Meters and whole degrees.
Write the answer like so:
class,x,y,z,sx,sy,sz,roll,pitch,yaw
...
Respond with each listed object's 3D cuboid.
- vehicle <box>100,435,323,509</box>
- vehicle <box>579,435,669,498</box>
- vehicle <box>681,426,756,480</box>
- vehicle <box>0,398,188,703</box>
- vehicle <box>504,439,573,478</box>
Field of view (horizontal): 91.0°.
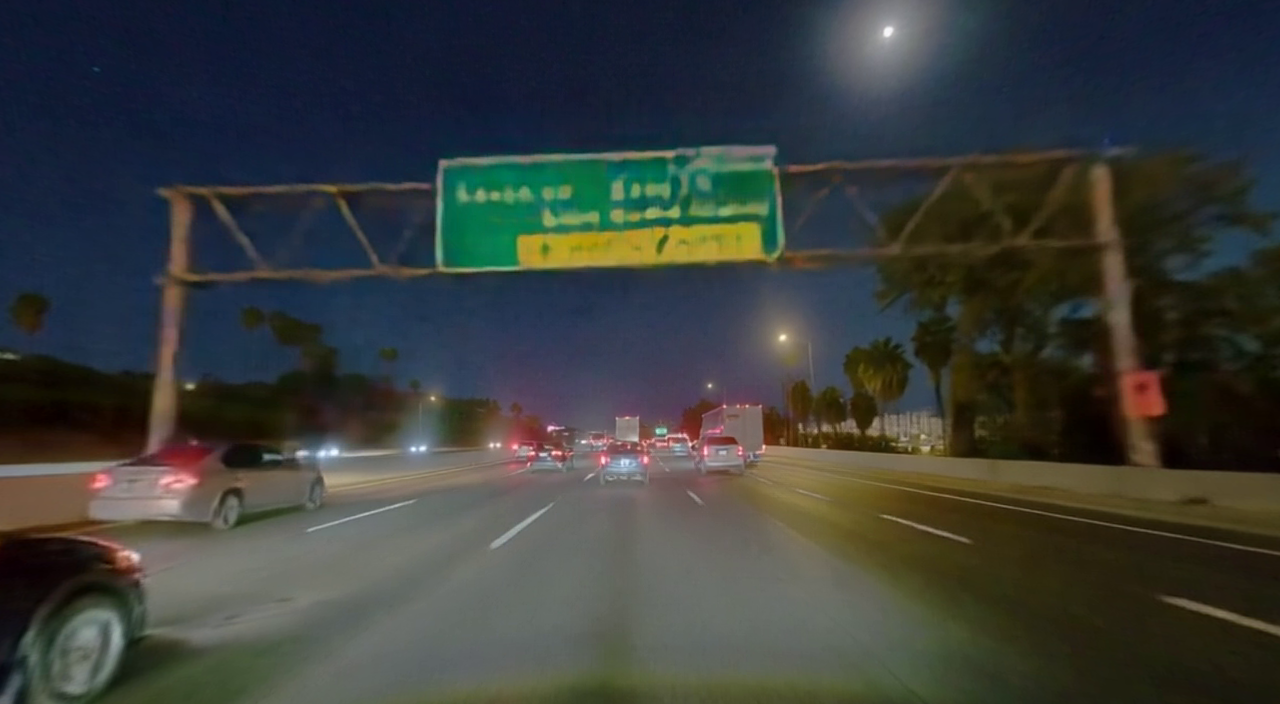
class,x,y,z,sx,sy,sz,roll,pitch,yaw
vehicle,-9.885,2.791,15.196,2.015,1.469,4.938,0,-8,-1
vehicle,-0.366,3.016,17.010,2.136,1.470,3.971,0,-8,0
vehicle,2.914,3.876,24.425,2.173,1.870,4.499,0,-8,-2
vehicle,-3.606,0.749,1.265,2.064,1.475,4.489,0,-8,0
vehicle,-3.960,4.235,25.327,1.998,1.423,4.436,0,-8,1
